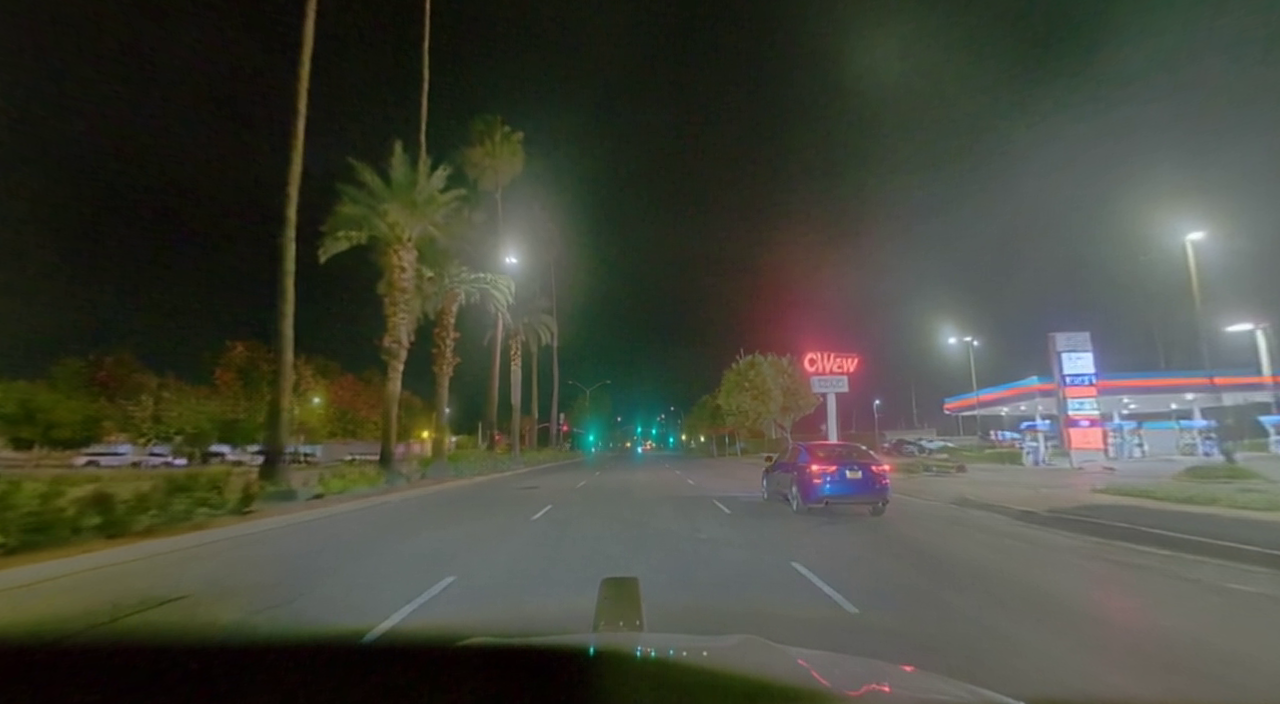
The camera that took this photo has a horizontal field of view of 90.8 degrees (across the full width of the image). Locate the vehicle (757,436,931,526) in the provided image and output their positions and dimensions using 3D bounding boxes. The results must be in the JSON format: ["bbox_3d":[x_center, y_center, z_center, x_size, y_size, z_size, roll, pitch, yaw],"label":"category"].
[{"bbox_3d":[3.720,2.414,12.460,1.978,1.442,4.262,0,-8,0],"label":"vehicle"}]
